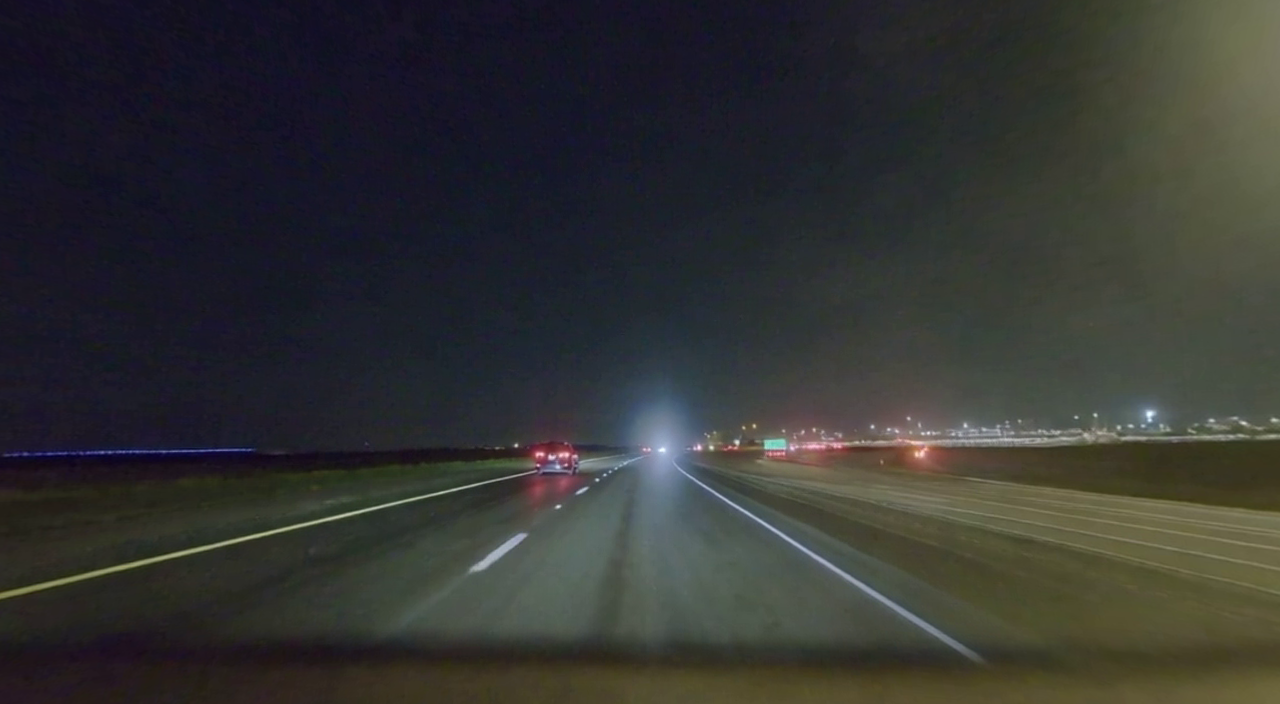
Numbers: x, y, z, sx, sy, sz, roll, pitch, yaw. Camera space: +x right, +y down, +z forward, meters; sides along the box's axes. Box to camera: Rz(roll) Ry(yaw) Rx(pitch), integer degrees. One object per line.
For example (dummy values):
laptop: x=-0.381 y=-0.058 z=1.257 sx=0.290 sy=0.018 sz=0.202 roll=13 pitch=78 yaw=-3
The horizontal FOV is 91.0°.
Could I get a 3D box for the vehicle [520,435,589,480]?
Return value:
vehicle: x=-3.603 y=4.579 z=27.566 sx=2.193 sy=1.771 sz=4.757 roll=0 pitch=-9 yaw=2
